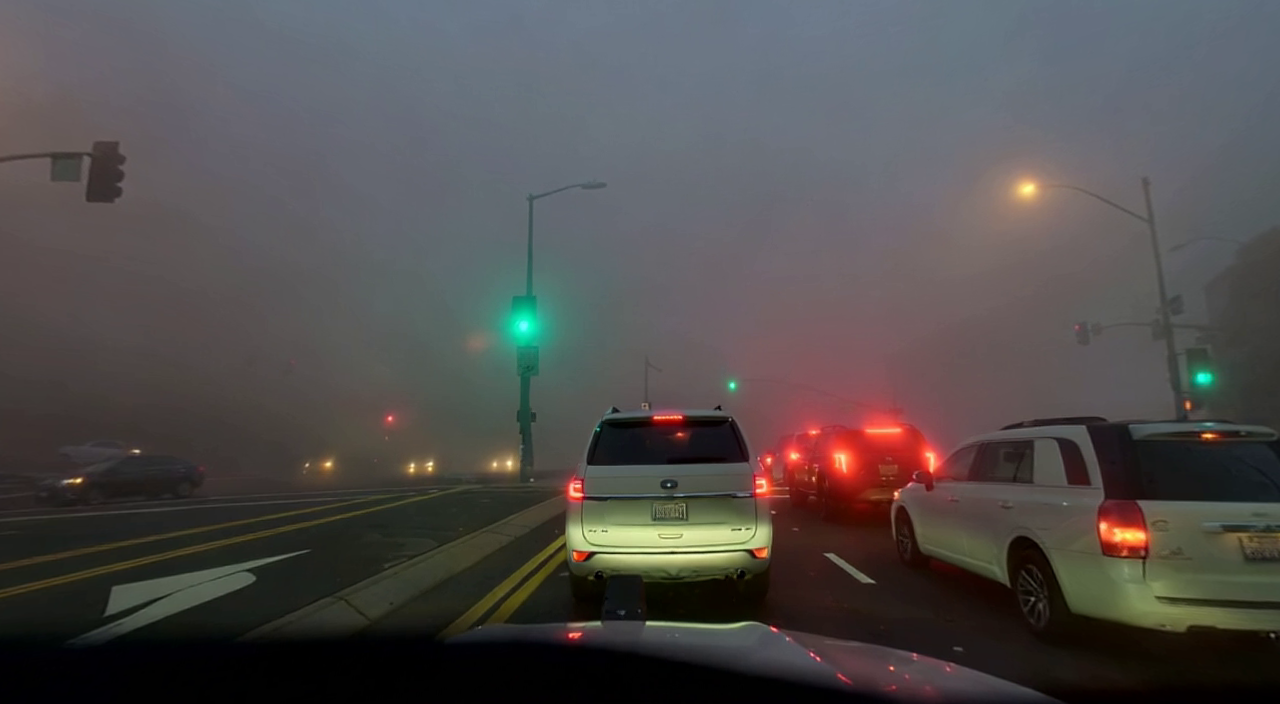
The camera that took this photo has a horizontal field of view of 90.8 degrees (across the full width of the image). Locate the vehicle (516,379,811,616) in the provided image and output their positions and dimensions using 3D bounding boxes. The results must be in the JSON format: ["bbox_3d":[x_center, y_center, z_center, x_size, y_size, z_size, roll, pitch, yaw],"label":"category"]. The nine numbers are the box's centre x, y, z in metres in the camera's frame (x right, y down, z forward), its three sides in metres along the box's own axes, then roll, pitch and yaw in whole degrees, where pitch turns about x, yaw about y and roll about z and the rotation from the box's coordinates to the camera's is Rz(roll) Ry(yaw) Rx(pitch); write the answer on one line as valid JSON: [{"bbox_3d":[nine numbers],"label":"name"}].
[{"bbox_3d":[0.223,1.463,7.218,2.292,1.840,4.394,0,-9,1],"label":"vehicle"}]

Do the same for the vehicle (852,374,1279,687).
[{"bbox_3d":[3.592,1.290,5.661,2.018,1.701,4.288,0,-9,2],"label":"vehicle"}]

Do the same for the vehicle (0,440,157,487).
[{"bbox_3d":[-24.585,4.835,27.552,5.062,1.946,2.243,0,-9,-1],"label":"vehicle"}]

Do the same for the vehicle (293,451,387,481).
[{"bbox_3d":[-19.899,7.551,42.134,2.044,1.849,5.156,-8,-12,42],"label":"vehicle"}]

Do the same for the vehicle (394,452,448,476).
[{"bbox_3d":[-16.843,8.597,48.810,2.089,1.739,4.744,-1,-9,6],"label":"vehicle"}]
